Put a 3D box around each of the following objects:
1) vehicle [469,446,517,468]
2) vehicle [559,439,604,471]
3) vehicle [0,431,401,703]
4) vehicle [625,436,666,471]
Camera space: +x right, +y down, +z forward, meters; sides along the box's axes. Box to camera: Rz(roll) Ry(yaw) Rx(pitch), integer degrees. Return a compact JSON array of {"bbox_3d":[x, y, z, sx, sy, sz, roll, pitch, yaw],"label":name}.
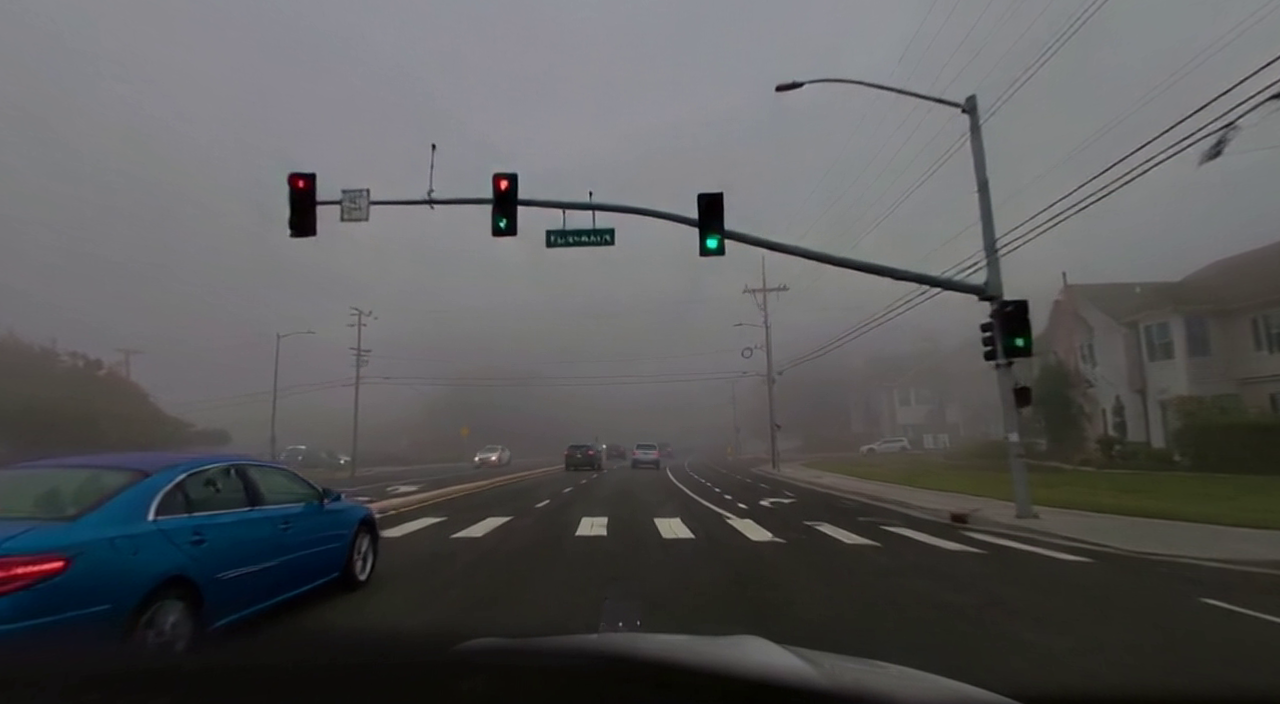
[{"bbox_3d":[-10.355,7.393,44.831,2.008,1.446,4.586,-1,-8,4],"label":"vehicle"},{"bbox_3d":[-3.213,5.739,35.452,1.899,1.685,4.121,0,-8,3],"label":"vehicle"},{"bbox_3d":[-3.642,1.356,4.784,1.901,1.409,4.442,0,-8,0],"label":"vehicle"},{"bbox_3d":[0.377,5.792,36.217,2.155,1.836,4.250,0,-8,3],"label":"vehicle"}]
